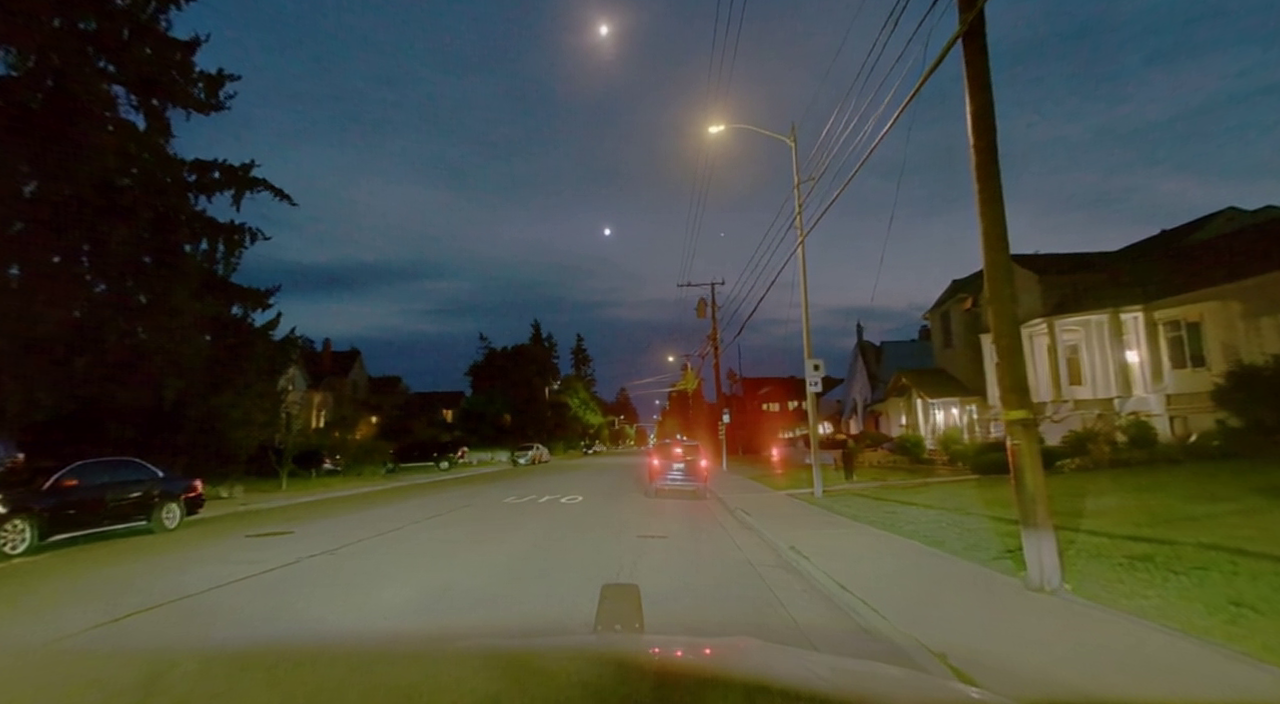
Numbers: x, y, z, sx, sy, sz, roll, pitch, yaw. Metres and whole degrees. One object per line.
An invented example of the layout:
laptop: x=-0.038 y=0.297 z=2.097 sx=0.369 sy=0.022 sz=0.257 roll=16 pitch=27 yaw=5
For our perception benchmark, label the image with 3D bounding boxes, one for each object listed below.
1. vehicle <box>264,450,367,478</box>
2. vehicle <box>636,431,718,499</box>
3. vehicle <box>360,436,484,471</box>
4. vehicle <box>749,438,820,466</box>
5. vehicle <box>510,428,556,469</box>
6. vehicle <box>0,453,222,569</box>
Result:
vehicle: x=-17.201 y=5.963 z=33.651 sx=4.481 sy=1.420 sz=1.712 roll=0 pitch=-9 yaw=-2
vehicle: x=0.971 y=2.898 z=16.521 sx=1.908 sy=1.572 sz=3.105 roll=-1 pitch=-8 yaw=4
vehicle: x=-12.857 y=6.052 z=37.656 sx=6.488 sy=2.009 sz=2.354 roll=0 pitch=-9 yaw=2
vehicle: x=9.025 y=6.268 z=39.690 sx=4.075 sy=1.674 sz=1.811 roll=0 pitch=-8 yaw=3
vehicle: x=-8.043 y=7.304 z=48.013 sx=2.199 sy=2.902 sz=5.848 roll=0 pitch=-8 yaw=3
vehicle: x=-9.158 y=2.330 z=9.877 sx=1.968 sy=1.449 sz=4.502 roll=-1 pitch=-8 yaw=3
